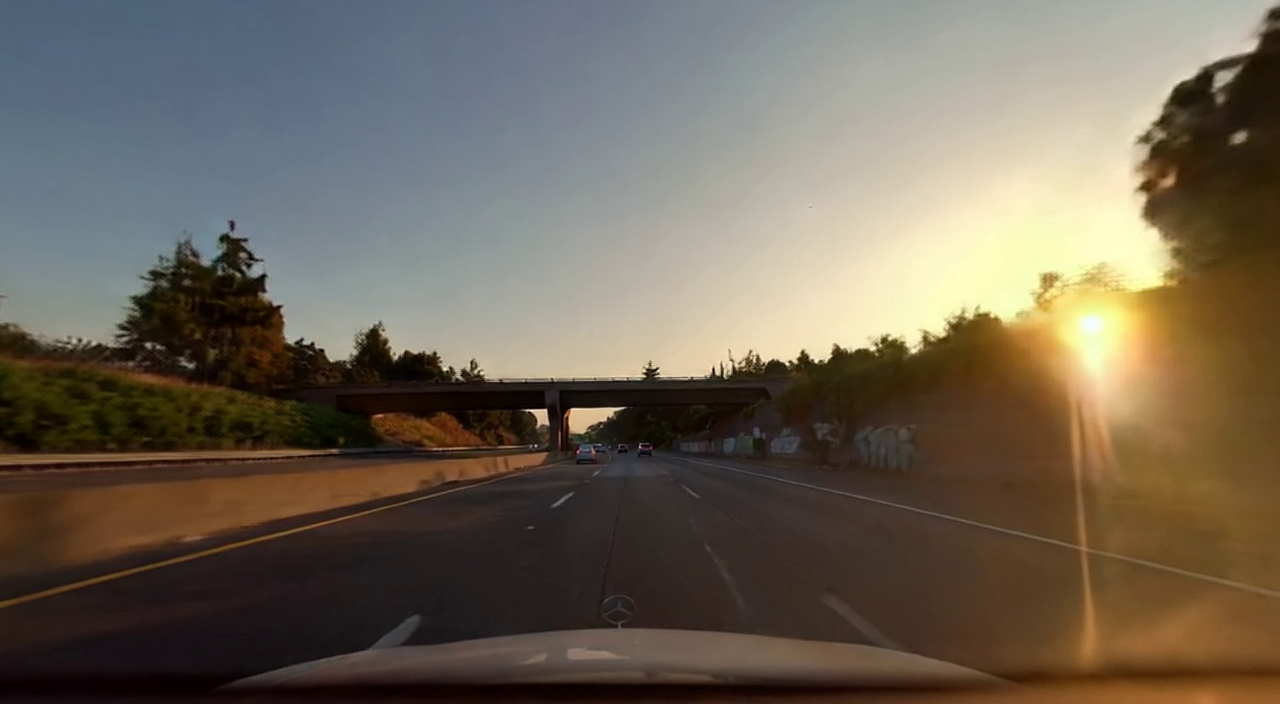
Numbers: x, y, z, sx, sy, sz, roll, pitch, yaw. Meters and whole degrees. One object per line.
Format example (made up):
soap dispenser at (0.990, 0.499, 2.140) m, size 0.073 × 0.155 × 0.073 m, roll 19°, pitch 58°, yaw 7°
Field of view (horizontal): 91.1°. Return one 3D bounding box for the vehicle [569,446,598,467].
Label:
vehicle at (-4.068, 7.608, 45.736) m, size 1.871 × 1.459 × 3.771 m, roll 0°, pitch -9°, yaw -1°
